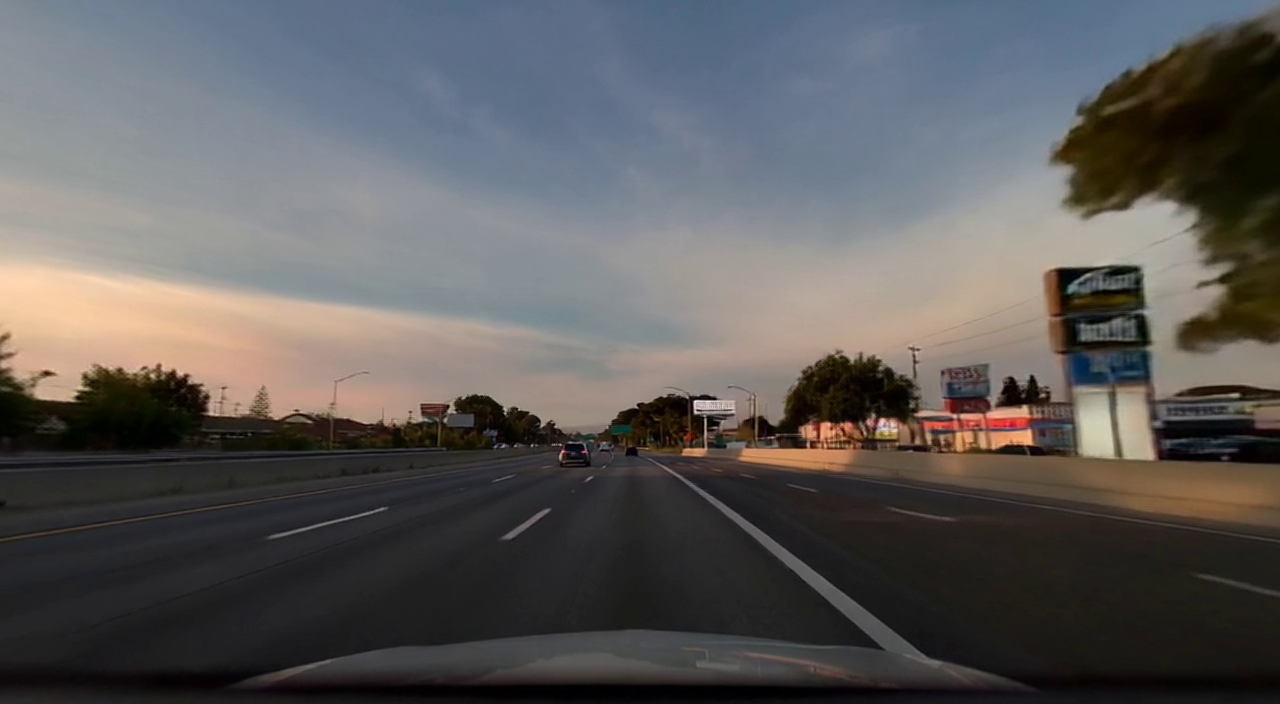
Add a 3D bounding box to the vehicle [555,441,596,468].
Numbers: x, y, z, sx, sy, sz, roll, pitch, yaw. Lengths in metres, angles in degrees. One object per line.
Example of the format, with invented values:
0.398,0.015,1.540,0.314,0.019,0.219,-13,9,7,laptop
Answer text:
-4.327,6.964,43.232,2.236,1.736,5.585,0,-8,0,vehicle
